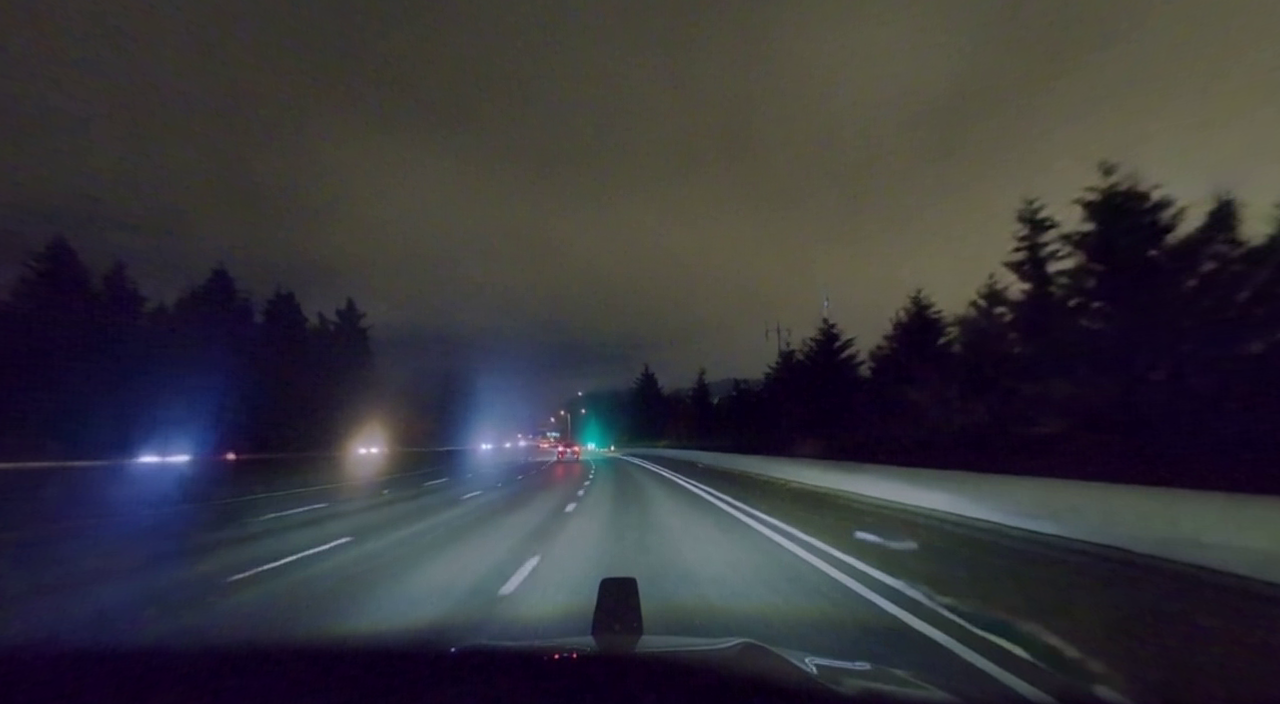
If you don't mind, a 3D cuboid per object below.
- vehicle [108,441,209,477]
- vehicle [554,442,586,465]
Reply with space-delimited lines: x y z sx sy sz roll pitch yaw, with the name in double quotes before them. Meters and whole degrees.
"vehicle" -20.110 4.461 26.356 1.748 1.391 3.284 1 -8 -4
"vehicle" -5.283 7.699 47.706 2.248 1.619 3.848 0 -8 -4
